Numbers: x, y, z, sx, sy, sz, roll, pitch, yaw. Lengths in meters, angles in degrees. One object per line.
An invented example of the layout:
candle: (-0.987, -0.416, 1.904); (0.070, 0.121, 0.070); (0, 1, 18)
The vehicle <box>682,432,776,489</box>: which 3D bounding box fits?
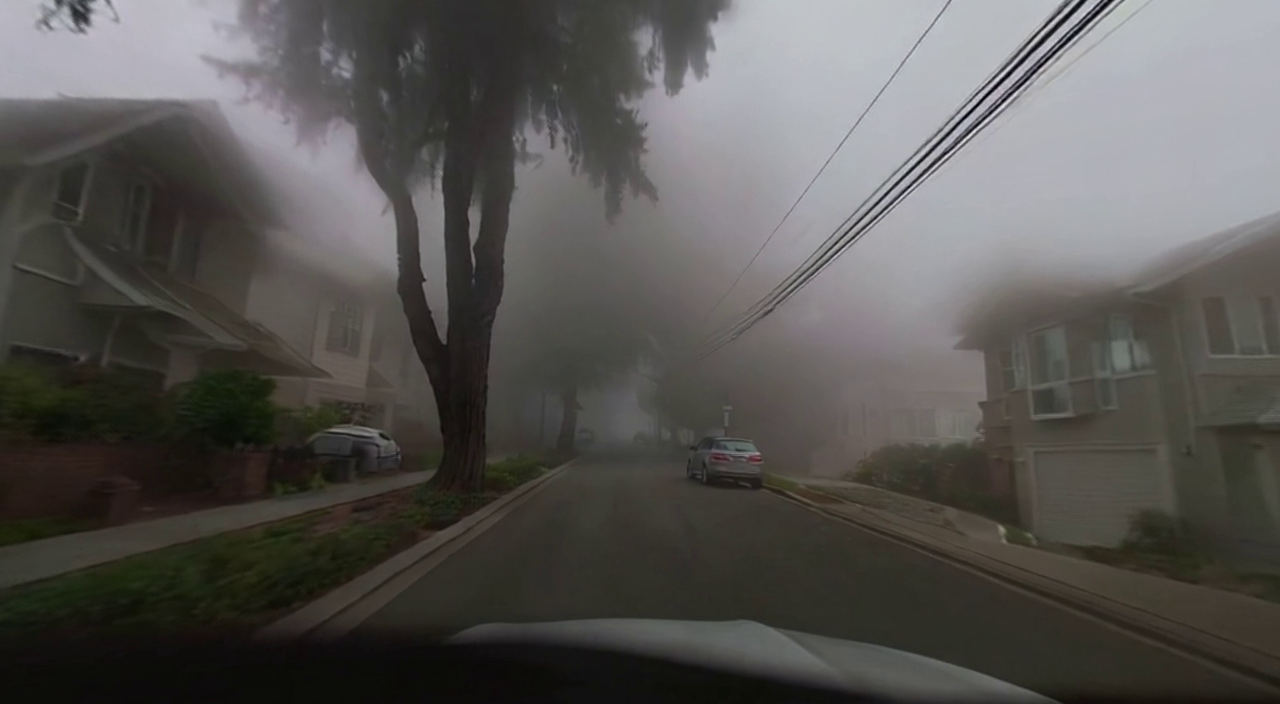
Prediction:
vehicle: (2.512, 3.155, 18.779); (1.955, 1.498, 4.046); (0, -8, -4)
